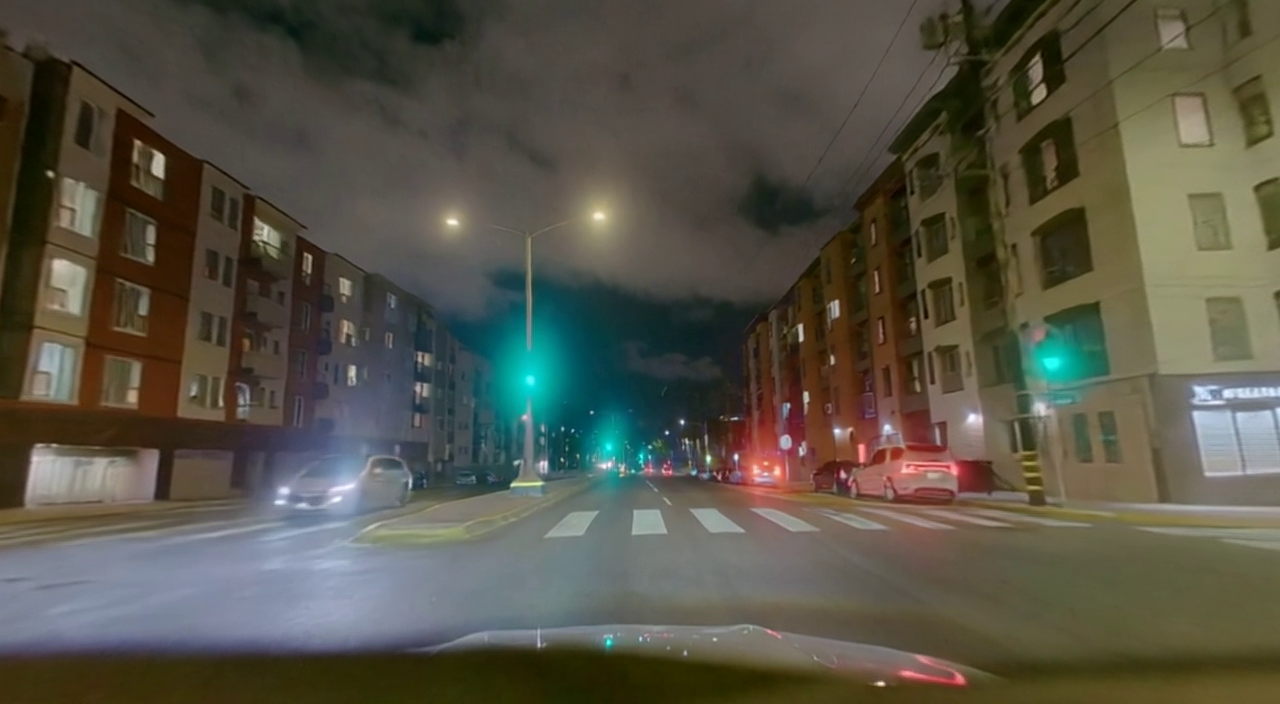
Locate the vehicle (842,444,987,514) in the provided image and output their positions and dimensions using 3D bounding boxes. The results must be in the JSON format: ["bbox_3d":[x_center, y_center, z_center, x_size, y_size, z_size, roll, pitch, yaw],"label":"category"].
[{"bbox_3d":[7.506,3.482,17.881,1.996,1.704,4.490,0,-9,-1],"label":"vehicle"}]

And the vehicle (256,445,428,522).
[{"bbox_3d":[-7.093,3.150,15.683,2.180,1.608,4.321,0,-9,-1],"label":"vehicle"}]

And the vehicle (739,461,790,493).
[{"bbox_3d":[7.443,7.515,38.281,2.143,1.731,4.781,0,-9,0],"label":"vehicle"}]
